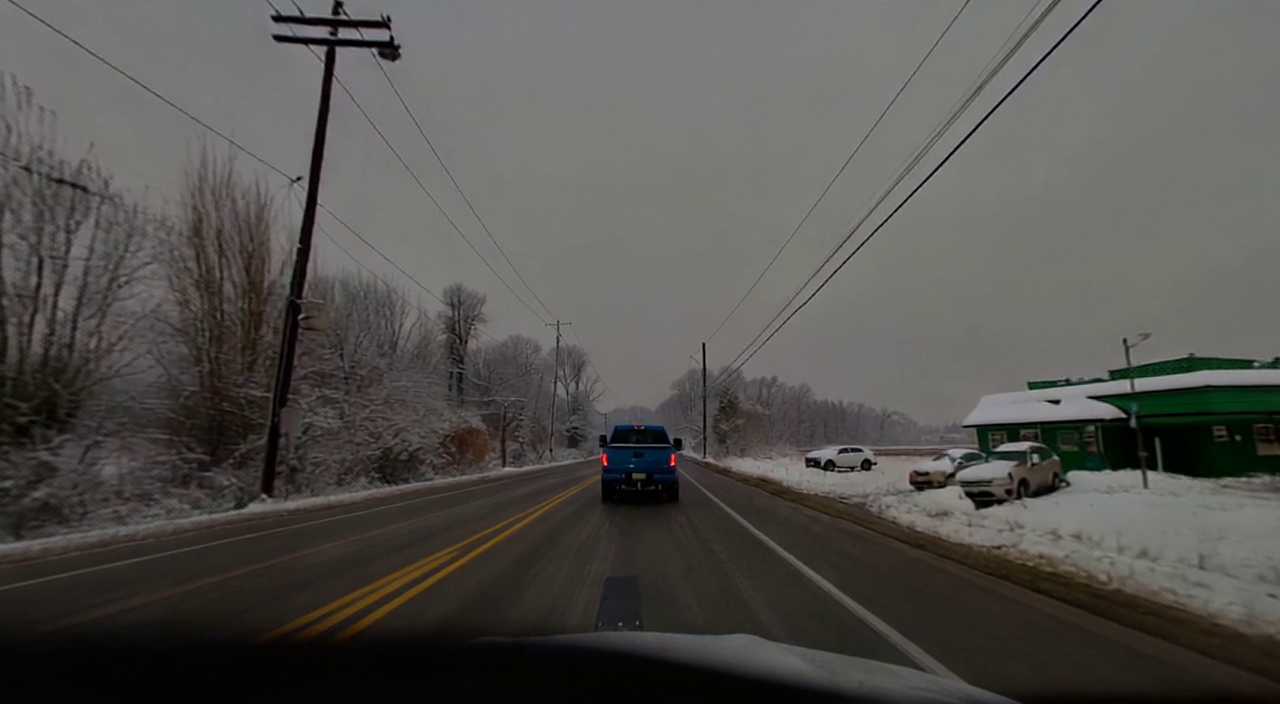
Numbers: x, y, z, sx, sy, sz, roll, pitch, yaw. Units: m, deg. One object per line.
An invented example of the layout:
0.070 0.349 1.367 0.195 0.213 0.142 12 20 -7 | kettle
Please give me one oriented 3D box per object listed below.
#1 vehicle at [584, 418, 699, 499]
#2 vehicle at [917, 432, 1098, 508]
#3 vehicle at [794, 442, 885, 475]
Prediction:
0.086 3.262 19.828 2.921 2.031 7.416 0 -8 1 | vehicle
11.505 3.573 19.672 5.776 1.936 2.535 6 -8 -33 | vehicle
11.604 6.105 36.588 5.304 1.754 2.340 6 -11 -37 | vehicle
